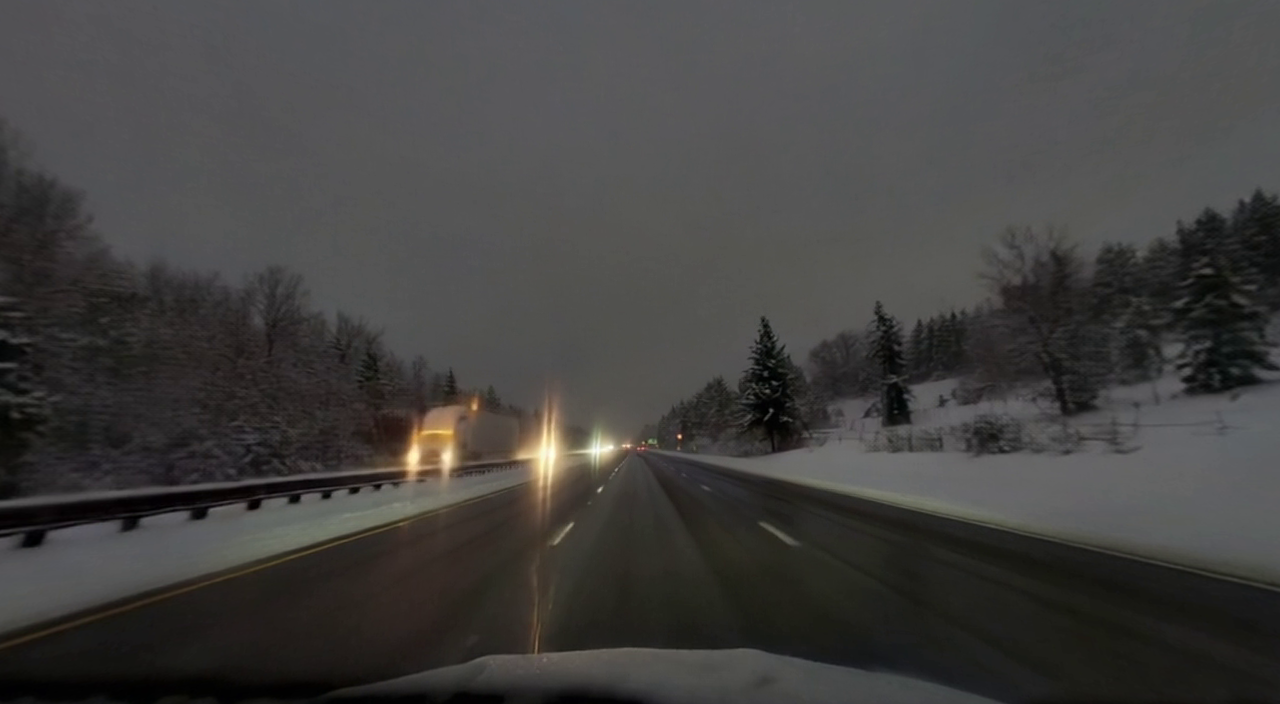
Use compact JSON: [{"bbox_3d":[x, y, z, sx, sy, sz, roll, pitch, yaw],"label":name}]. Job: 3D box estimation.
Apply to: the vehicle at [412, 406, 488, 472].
[{"bbox_3d":[-11.931,5.588,40.288,2.945,3.831,5.831,0,-9,0],"label":"vehicle"}]
